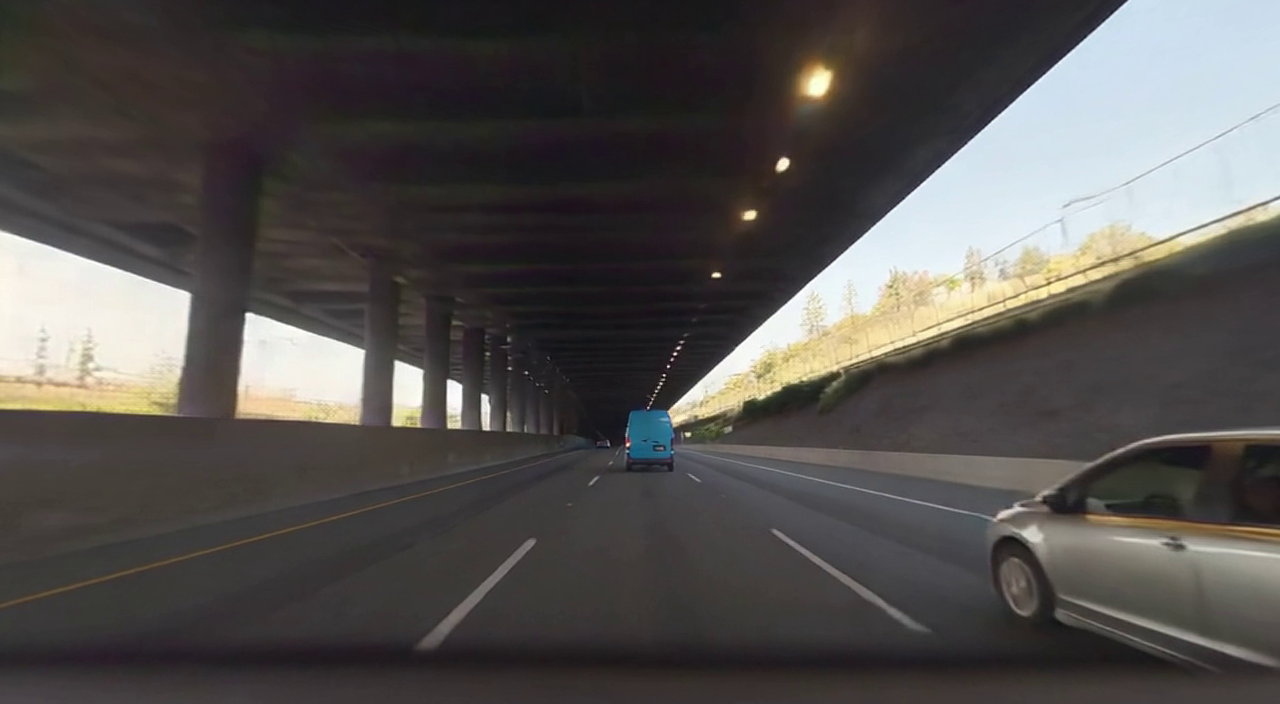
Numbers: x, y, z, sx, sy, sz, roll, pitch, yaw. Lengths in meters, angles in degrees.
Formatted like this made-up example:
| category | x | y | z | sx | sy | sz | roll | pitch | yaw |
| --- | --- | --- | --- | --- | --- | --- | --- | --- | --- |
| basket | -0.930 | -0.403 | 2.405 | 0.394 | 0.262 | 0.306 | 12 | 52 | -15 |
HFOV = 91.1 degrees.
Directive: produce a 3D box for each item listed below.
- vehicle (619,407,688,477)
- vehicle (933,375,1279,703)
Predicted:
| category | x | y | z | sx | sy | sz | roll | pitch | yaw |
| --- | --- | --- | --- | --- | --- | --- | --- | --- | --- |
| vehicle | 0.443 | 3.541 | 24.930 | 2.404 | 2.459 | 5.229 | 0 | -8 | -1 |
| vehicle | 3.341 | 0.925 | 2.754 | 2.095 | 1.553 | 4.069 | 0 | -8 | -1 |
